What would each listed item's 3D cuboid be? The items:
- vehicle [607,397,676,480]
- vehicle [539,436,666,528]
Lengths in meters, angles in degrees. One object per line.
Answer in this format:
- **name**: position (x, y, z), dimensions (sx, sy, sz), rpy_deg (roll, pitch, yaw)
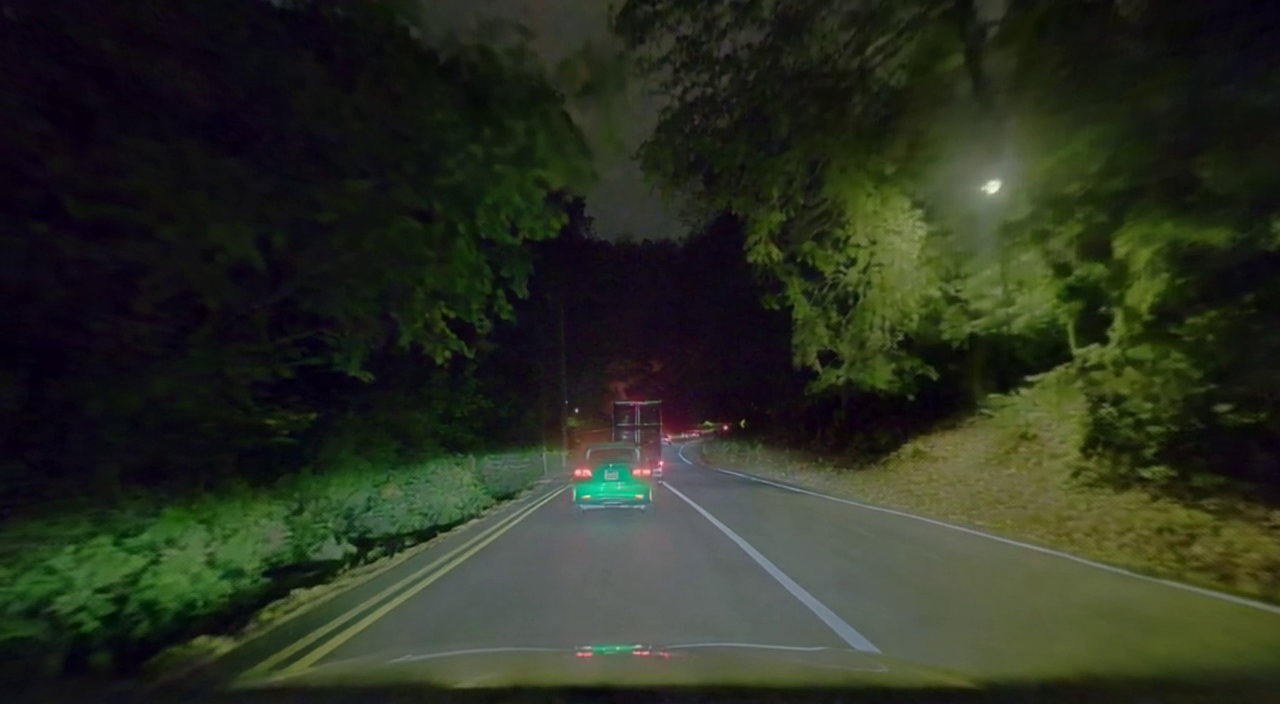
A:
- **vehicle**: position (-0.024, 4.781, 34.164), dimensions (3.085, 3.682, 11.755), rpy_deg (0, -9, -1)
- **vehicle**: position (-0.612, 2.460, 12.459), dimensions (2.076, 1.490, 4.078), rpy_deg (0, -9, 0)
